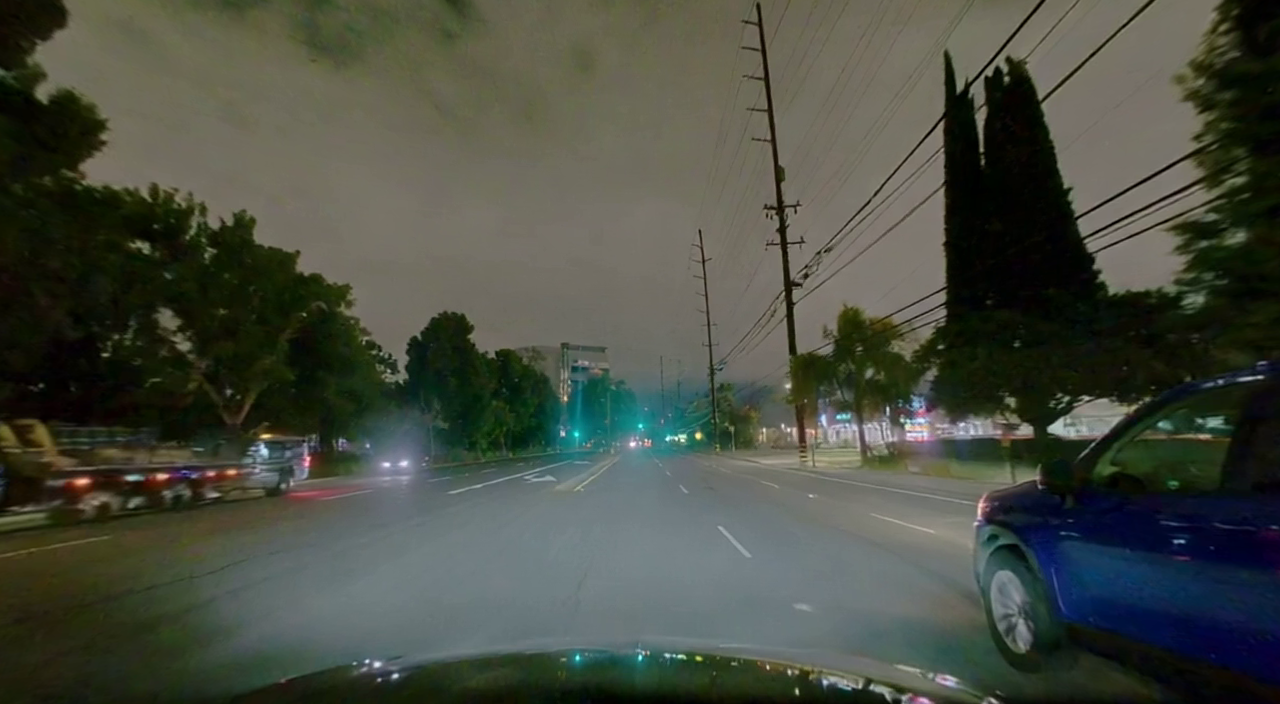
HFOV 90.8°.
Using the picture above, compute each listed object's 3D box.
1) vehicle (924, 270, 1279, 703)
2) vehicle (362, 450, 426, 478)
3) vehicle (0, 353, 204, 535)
[{"bbox_3d":[3.047,0.663,2.016,2.060,1.820,4.713,0,-9,0],"label":"vehicle"},{"bbox_3d":[-14.274,6.473,36.896,2.015,1.501,4.307,0,-9,0],"label":"vehicle"},{"bbox_3d":[-13.972,1.989,13.595,2.980,3.522,8.459,0,-9,1],"label":"vehicle"}]
